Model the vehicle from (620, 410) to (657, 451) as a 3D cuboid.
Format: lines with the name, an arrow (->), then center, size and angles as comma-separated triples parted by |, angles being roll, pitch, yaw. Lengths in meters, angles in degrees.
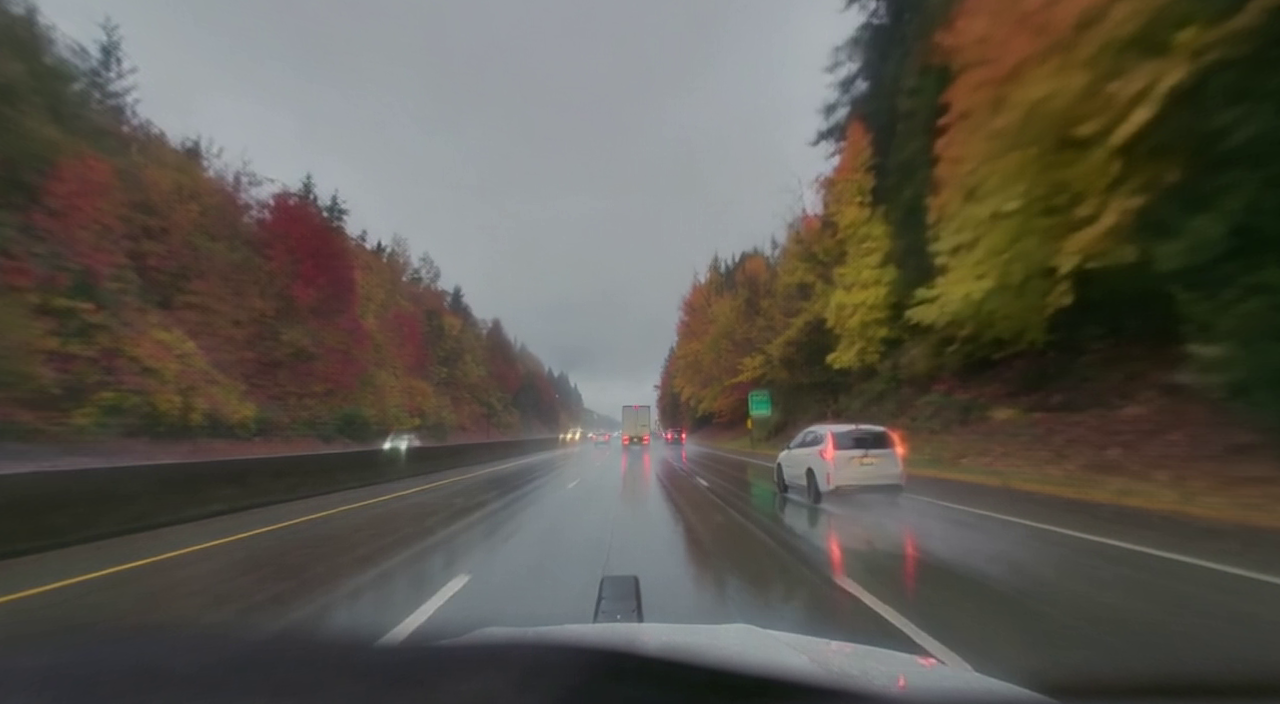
vehicle -> -0.196, 6.122, 48.643 | 2.631, 2.957, 6.512 | 0, -8, -2

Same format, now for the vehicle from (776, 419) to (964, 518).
vehicle -> 3.964, 2.048, 11.657 | 1.882, 1.492, 3.958 | 0, -8, -2
